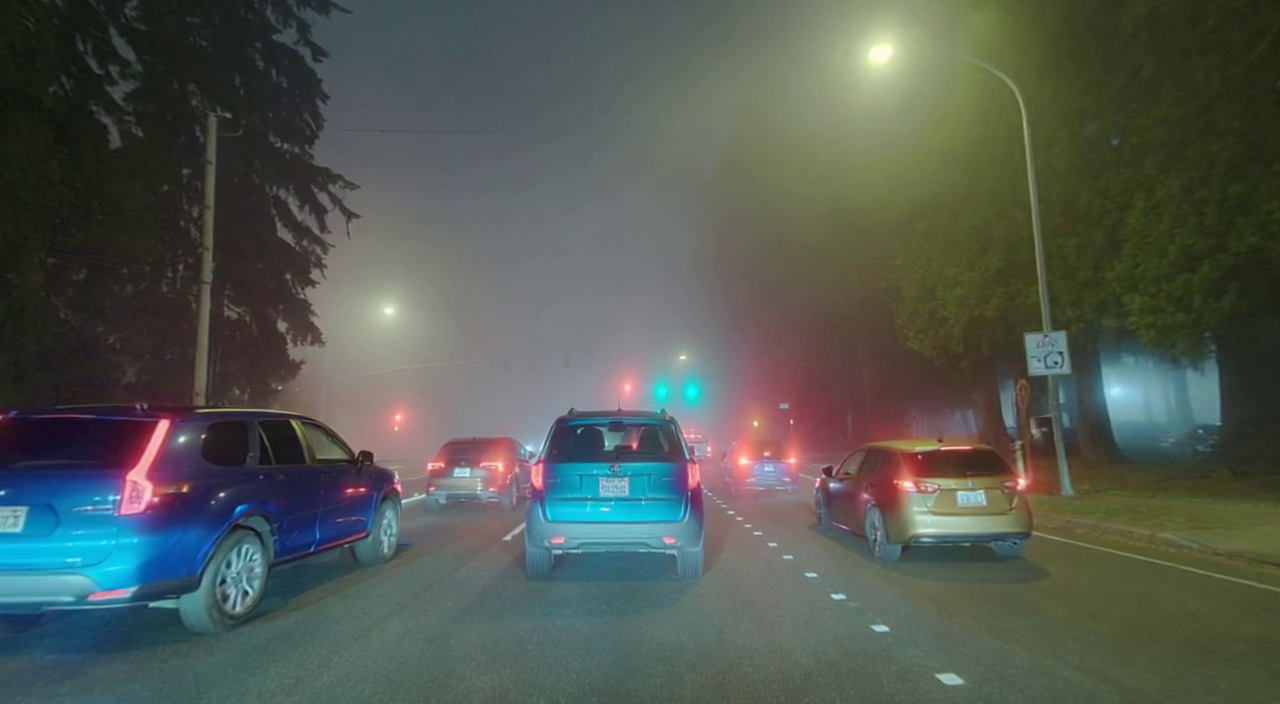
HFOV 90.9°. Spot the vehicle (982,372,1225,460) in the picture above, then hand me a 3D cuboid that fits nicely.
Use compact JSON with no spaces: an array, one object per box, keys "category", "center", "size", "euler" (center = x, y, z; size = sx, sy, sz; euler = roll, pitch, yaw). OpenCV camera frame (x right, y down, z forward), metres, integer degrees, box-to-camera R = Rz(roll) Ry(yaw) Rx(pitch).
[{"category":"vehicle","center":[17.886,2.540,24.688],"size":[7.314,3.230,2.680],"euler":[0,-8,-2]}]

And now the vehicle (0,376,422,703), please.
[{"category":"vehicle","center":[-3.709,1.293,5.459],"size":[2.039,1.709,4.265],"euler":[0,-8,1]}]

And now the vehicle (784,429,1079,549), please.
[{"category":"vehicle","center":[4.311,2.085,10.424],"size":[2.036,1.480,4.659],"euler":[1,-9,-10]}]

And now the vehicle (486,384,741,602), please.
[{"category":"vehicle","center":[-0.219,1.511,7.613],"size":[2.132,1.816,4.471],"euler":[0,-8,0]}]
